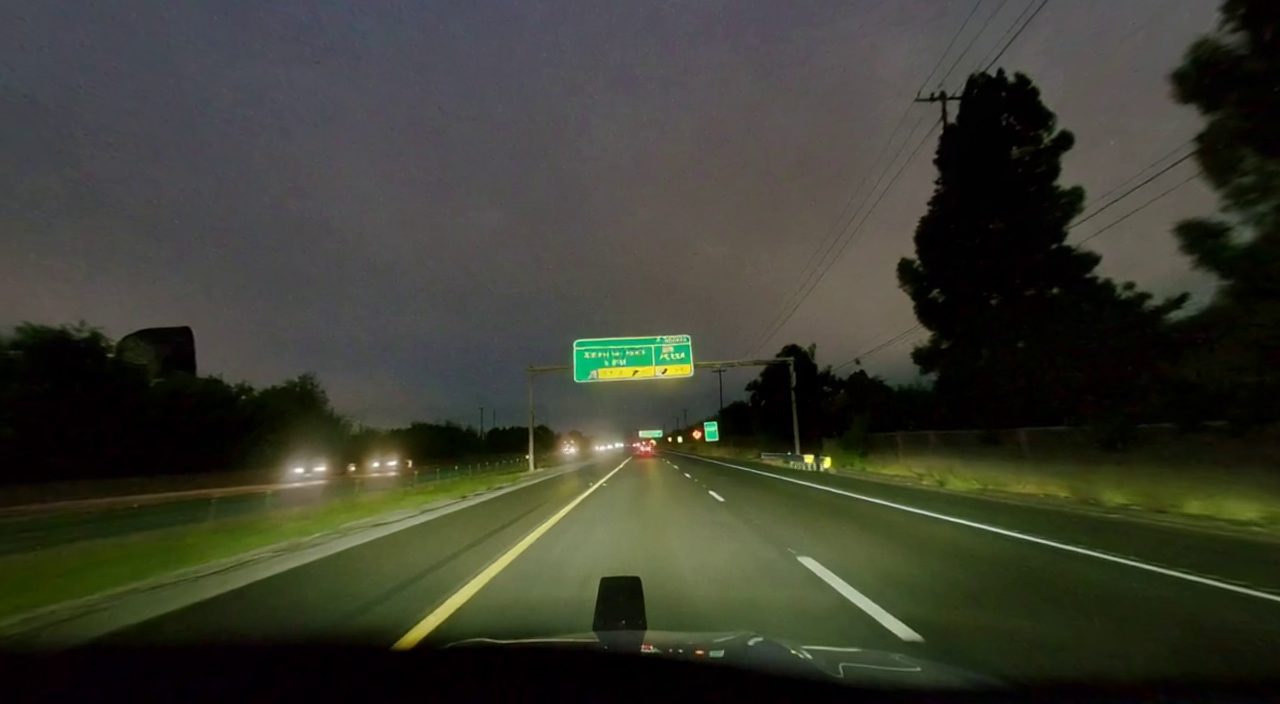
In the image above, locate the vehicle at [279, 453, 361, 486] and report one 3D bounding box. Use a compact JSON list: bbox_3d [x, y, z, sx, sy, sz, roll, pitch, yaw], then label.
[{"bbox_3d":[-16.851,6.182,33.499,1.904,1.491,4.685,-1,-8,0],"label":"vehicle"}]
